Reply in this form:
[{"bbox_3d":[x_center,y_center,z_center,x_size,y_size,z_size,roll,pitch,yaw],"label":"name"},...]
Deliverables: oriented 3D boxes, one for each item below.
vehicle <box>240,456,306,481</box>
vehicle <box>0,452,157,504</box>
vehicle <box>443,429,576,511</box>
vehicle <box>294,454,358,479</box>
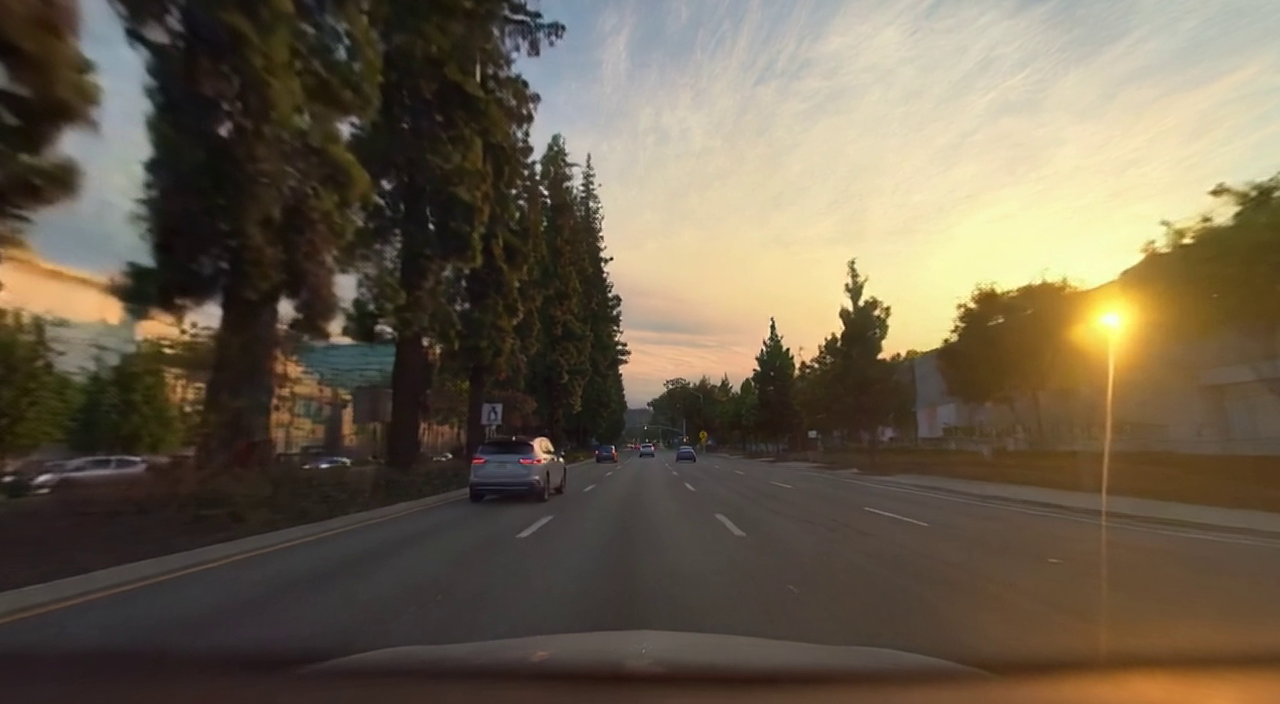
[{"bbox_3d":[-24.394,7.747,42.126,1.825,1.498,4.308,0,-8,0],"label":"vehicle"},{"bbox_3d":[-22.762,5.074,25.912,1.986,1.826,5.008,1,-8,-3],"label":"vehicle"},{"bbox_3d":[-2.909,2.766,15.258,2.121,1.656,4.559,0,-8,2],"label":"vehicle"},{"bbox_3d":[-20.576,7.513,41.541,1.817,1.495,4.540,0,-8,0],"label":"vehicle"}]
